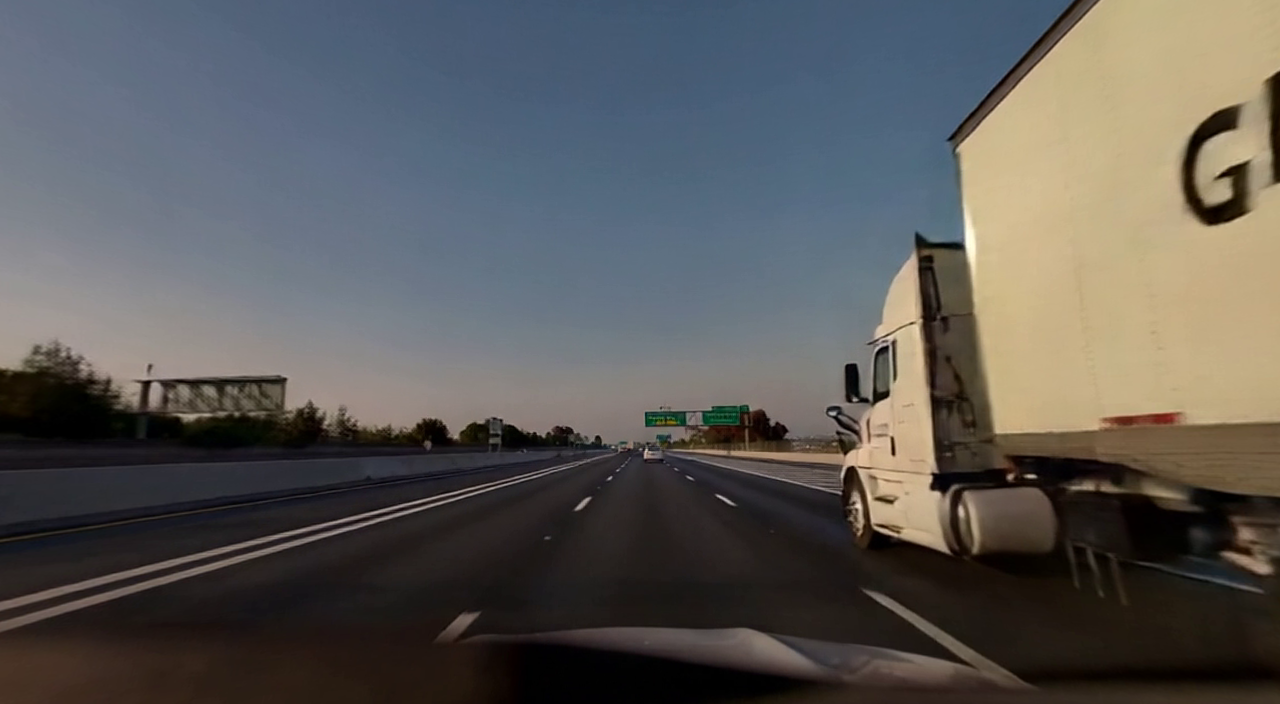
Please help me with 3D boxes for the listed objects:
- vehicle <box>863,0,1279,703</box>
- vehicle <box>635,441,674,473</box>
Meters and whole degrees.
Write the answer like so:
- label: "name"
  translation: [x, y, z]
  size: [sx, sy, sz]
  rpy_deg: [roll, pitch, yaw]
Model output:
- label: "vehicle"
  translation: [4.032, -0.353, 1.611]
  size: [3.027, 3.903, 10.307]
  rpy_deg: [0, -8, 0]
- label: "vehicle"
  translation: [0.757, 5.781, 34.894]
  size: [2.050, 1.654, 4.192]
  rpy_deg: [0, -8, 0]
